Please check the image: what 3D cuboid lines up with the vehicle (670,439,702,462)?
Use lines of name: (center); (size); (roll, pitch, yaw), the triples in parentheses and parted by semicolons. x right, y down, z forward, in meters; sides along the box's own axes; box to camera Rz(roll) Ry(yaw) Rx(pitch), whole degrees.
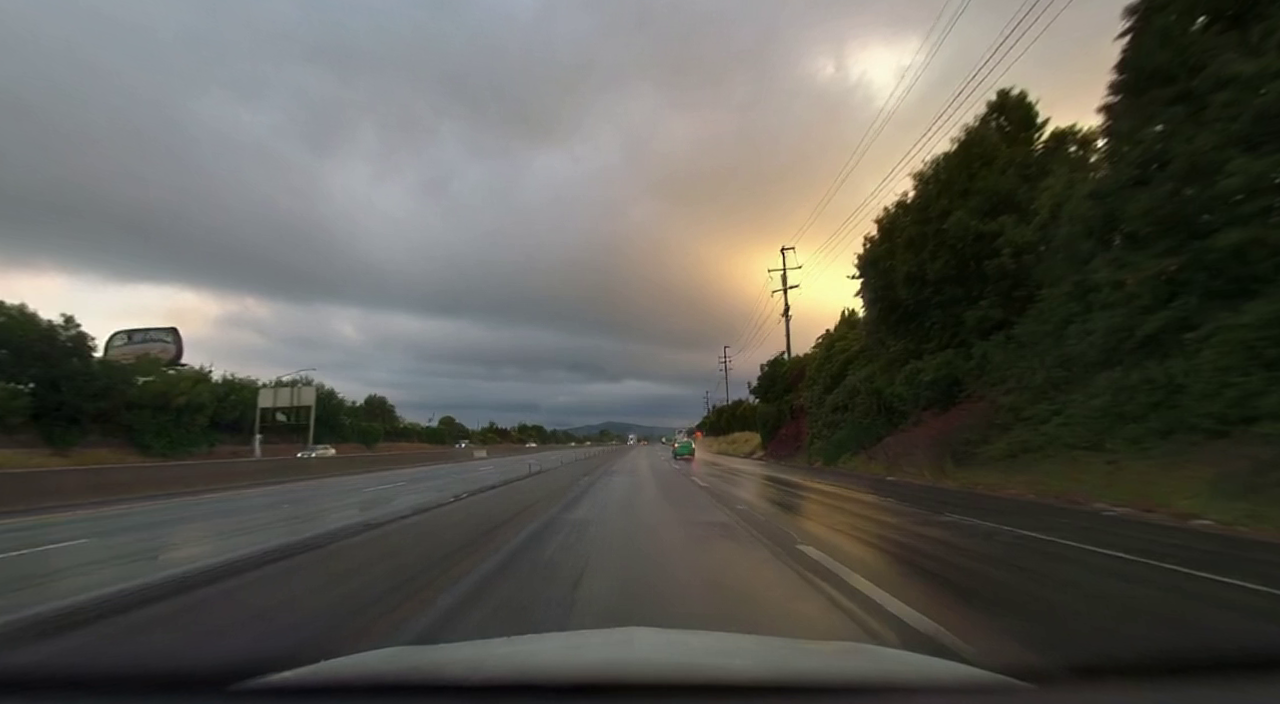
vehicle: (3.325, 7.204, 46.281); (1.977, 1.581, 4.428); (-1, -8, 0)
